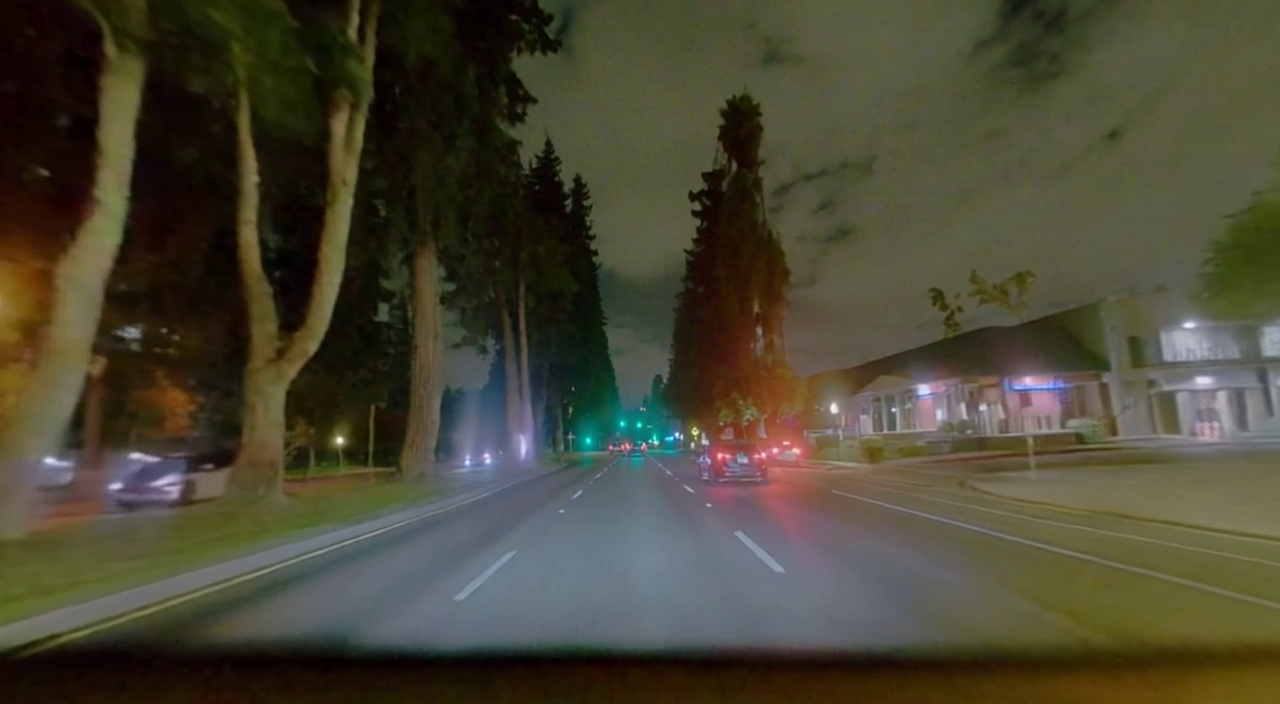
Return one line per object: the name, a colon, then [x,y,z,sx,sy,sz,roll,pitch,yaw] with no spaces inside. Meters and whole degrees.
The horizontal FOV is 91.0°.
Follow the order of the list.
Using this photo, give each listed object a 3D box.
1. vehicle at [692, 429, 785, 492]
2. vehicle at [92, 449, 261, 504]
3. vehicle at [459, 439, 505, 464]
vehicle: [2.826,3.244,19.095,2.022,1.656,4.025,-1,-9,-2]
vehicle: [-14.288,3.825,19.837,1.862,1.485,4.611,-1,-9,-1]
vehicle: [-11.740,7.434,47.010,2.207,1.745,4.717,-1,-9,0]
